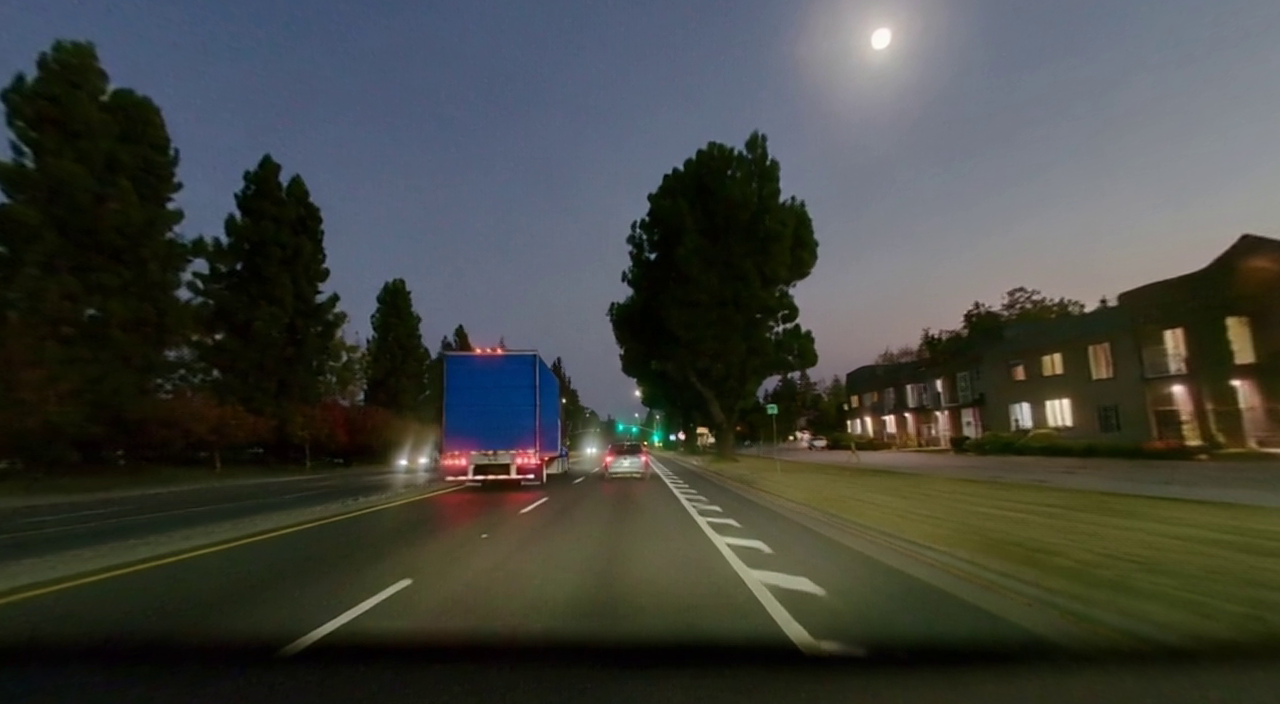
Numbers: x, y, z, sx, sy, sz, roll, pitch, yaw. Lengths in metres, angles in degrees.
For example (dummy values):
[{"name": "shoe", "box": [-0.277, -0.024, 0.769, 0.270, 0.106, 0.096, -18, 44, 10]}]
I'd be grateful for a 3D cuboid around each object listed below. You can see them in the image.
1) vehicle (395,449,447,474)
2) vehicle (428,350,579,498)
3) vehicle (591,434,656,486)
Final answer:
[{"name": "vehicle", "box": [-14.729, 7.385, 42.759, 1.993, 1.568, 4.645, 0, -10, -2]}, {"name": "vehicle", "box": [-4.084, 2.638, 21.902, 2.996, 3.902, 10.410, 0, -9, -1]}, {"name": "vehicle", "box": [-0.558, 3.829, 22.624, 2.094, 1.682, 3.866, 0, -9, -1]}]
